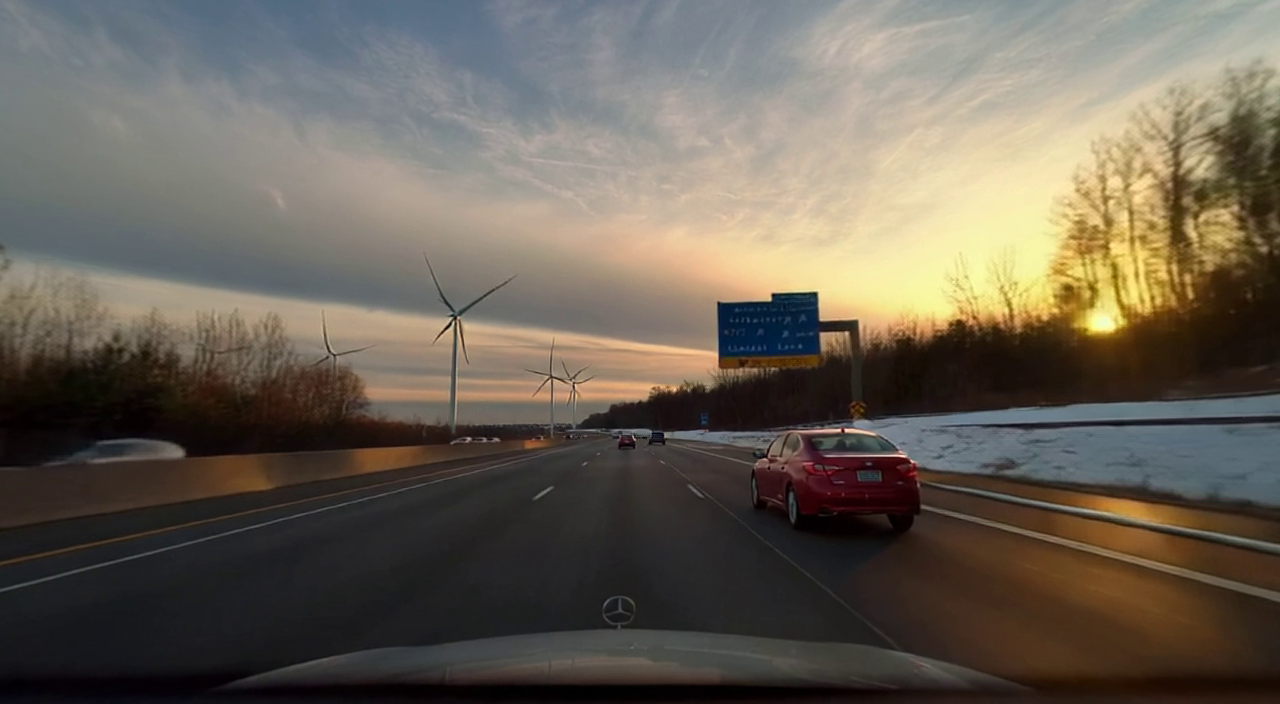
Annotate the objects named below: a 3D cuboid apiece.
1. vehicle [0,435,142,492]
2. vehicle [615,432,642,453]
[{"bbox_3d":[-19.990,3.764,21.763,1.937,1.726,4.368,0,-8,-1],"label":"vehicle"},{"bbox_3d":[-0.892,6.762,47.013,1.892,1.496,3.575,0,-8,-2],"label":"vehicle"}]
